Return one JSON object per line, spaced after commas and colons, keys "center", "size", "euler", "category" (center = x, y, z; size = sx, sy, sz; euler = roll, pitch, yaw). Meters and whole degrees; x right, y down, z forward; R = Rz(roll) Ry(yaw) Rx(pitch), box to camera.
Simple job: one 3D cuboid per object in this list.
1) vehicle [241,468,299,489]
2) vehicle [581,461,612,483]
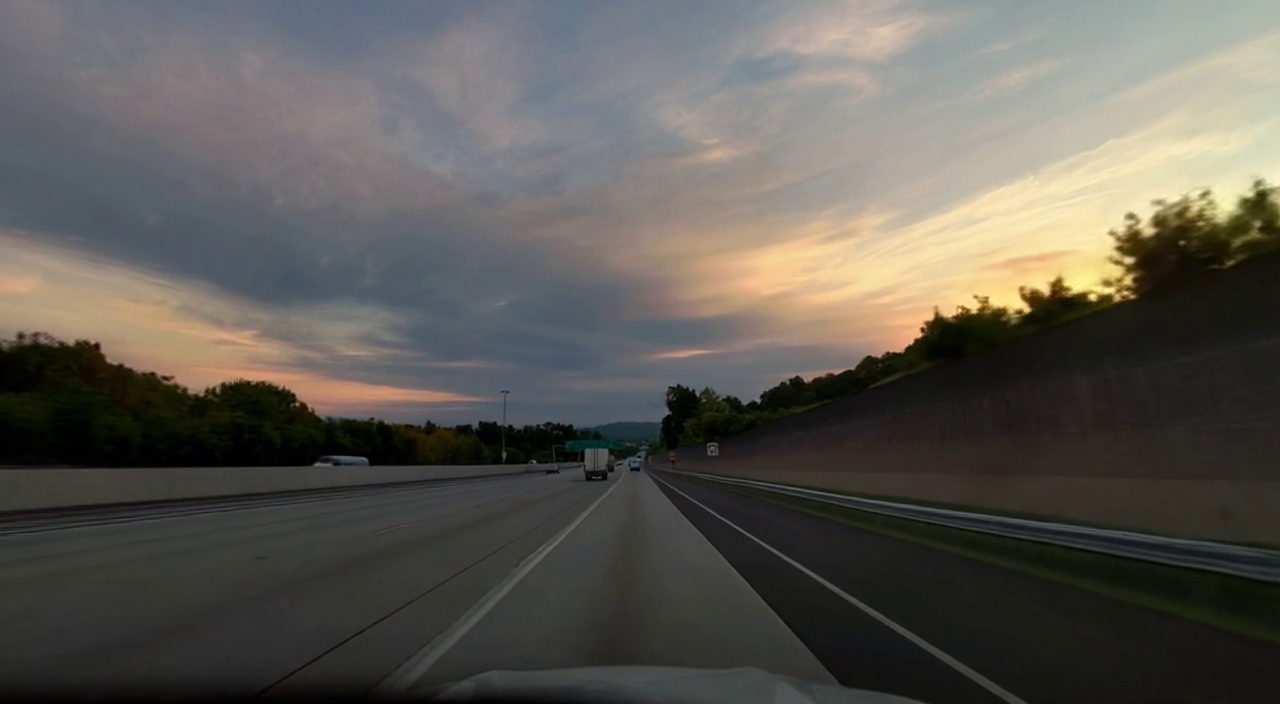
{"center": [-25.911, 8.850, 44.231], "size": [1.728, 1.373, 3.849], "euler": [1, -11, -1], "category": "vehicle"}
{"center": [-3.305, 9.256, 48.671], "size": [2.092, 1.642, 3.895], "euler": [1, -10, -1], "category": "vehicle"}
